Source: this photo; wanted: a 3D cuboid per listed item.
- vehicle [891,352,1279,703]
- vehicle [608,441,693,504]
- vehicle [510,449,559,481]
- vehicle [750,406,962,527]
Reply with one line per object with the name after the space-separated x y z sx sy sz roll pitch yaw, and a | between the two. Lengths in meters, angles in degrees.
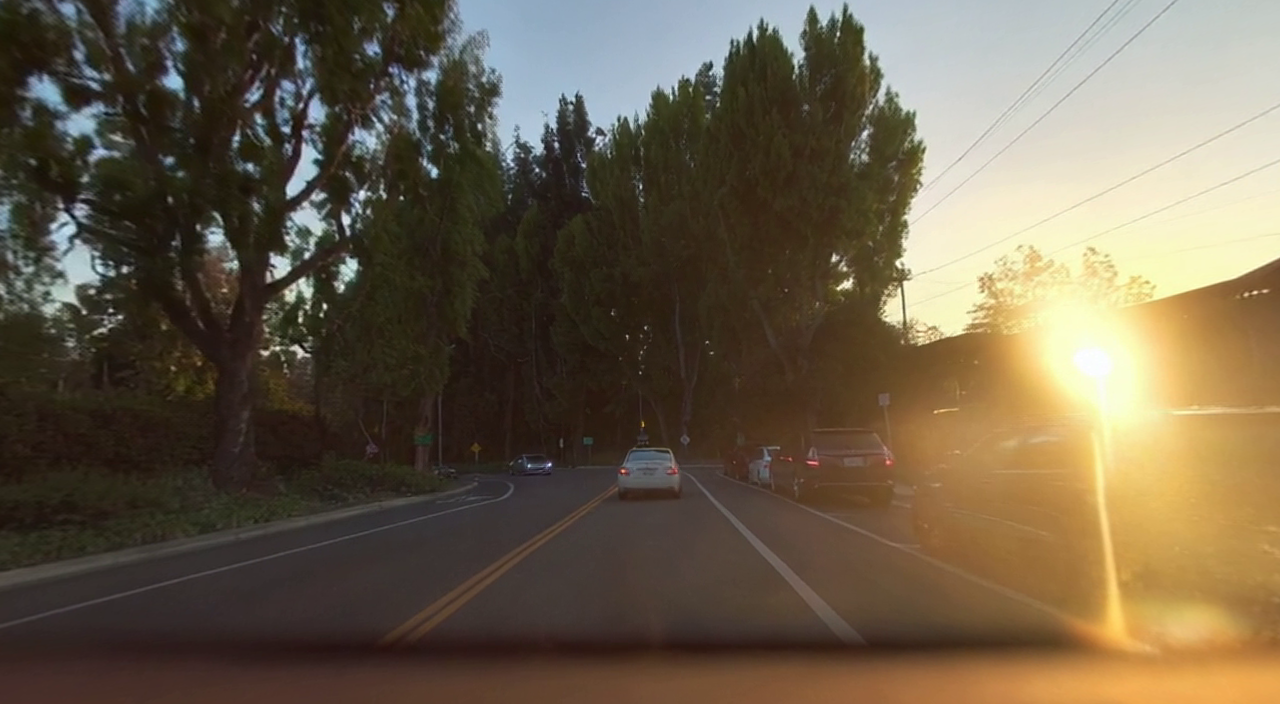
4.138 1.224 5.459 2.093 1.822 4.483 0 -8 1 | vehicle
0.330 3.258 17.585 2.078 1.521 4.058 0 -8 2 | vehicle
-7.338 7.707 43.253 2.131 1.961 4.955 4 -9 -23 | vehicle
4.251 2.410 14.003 2.484 2.037 6.362 0 -8 0 | vehicle
